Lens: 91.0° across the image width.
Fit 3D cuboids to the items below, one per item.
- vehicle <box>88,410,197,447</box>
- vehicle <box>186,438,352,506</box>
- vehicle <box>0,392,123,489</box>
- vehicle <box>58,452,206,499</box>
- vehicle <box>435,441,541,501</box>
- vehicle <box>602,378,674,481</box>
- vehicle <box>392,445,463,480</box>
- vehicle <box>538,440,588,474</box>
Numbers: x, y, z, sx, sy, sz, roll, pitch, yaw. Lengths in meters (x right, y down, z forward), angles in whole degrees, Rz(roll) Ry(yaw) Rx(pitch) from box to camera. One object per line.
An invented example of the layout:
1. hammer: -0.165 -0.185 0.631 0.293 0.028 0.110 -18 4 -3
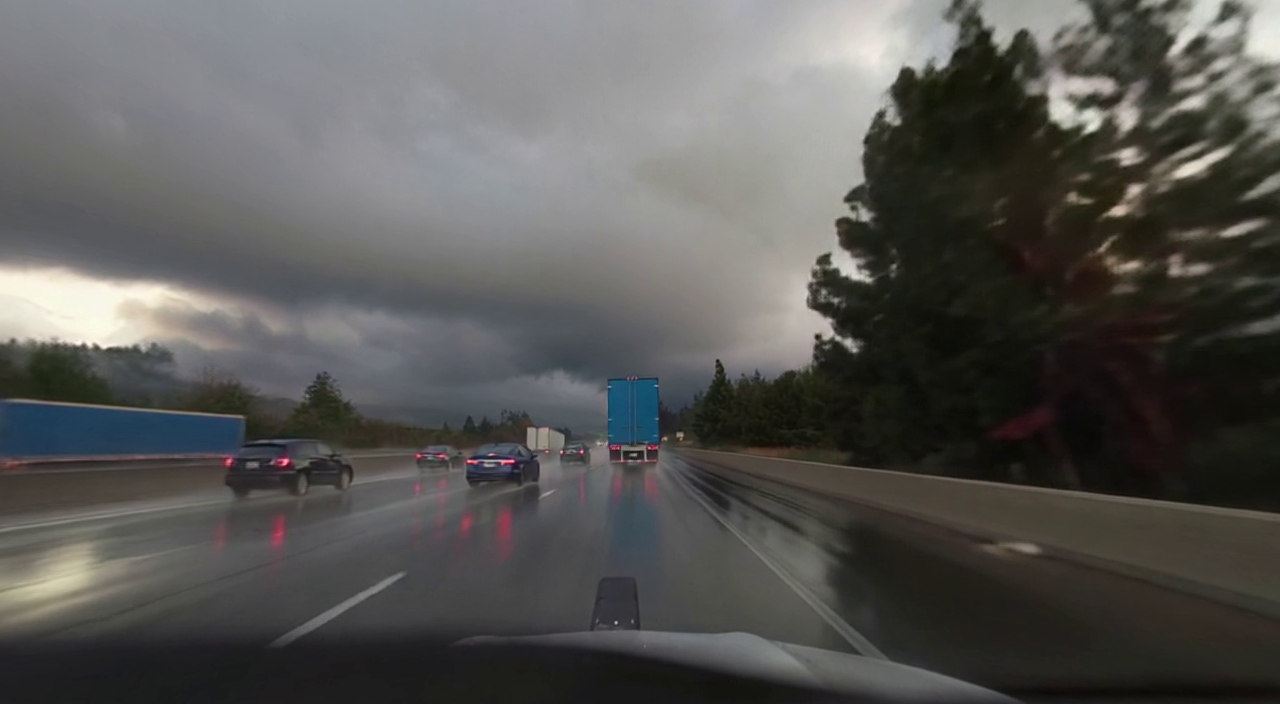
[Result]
1. vehicle: -25.327 3.953 32.307 1.986 1.617 4.546 -3 -8 -1
2. vehicle: -9.784 3.161 17.073 1.952 1.590 4.090 -1 -8 1
3. vehicle: -25.373 3.396 24.074 2.852 3.598 9.886 0 -8 -1
4. vehicle: -18.043 4.358 22.673 1.701 1.431 4.405 0 -8 -1
5. vehicle: -4.384 3.465 18.831 2.164 1.582 3.979 0 -8 0
6. vehicle: -0.314 3.884 30.869 2.913 4.113 10.724 0 -8 -2
7. vehicle: -9.804 5.090 29.402 1.863 1.474 4.278 0 -8 0
8. vehicle: -4.071 5.594 33.931 2.158 1.680 4.087 -1 -8 1
